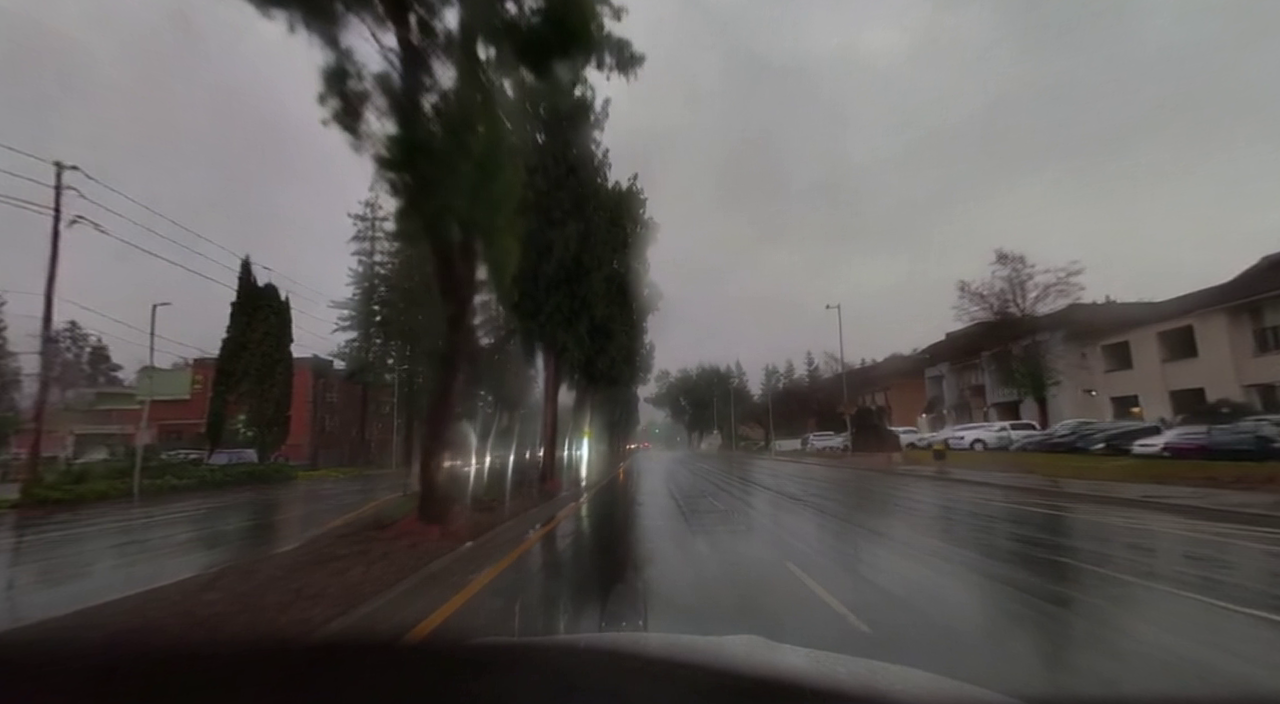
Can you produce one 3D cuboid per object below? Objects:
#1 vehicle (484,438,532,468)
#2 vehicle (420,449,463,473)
[{"bbox_3d":[-9.526,7.371,46.030,2.180,2.034,5.429,-1,-9,1],"label":"vehicle"},{"bbox_3d":[-15.534,8.532,49.576,1.930,1.738,4.339,0,-9,0],"label":"vehicle"}]
